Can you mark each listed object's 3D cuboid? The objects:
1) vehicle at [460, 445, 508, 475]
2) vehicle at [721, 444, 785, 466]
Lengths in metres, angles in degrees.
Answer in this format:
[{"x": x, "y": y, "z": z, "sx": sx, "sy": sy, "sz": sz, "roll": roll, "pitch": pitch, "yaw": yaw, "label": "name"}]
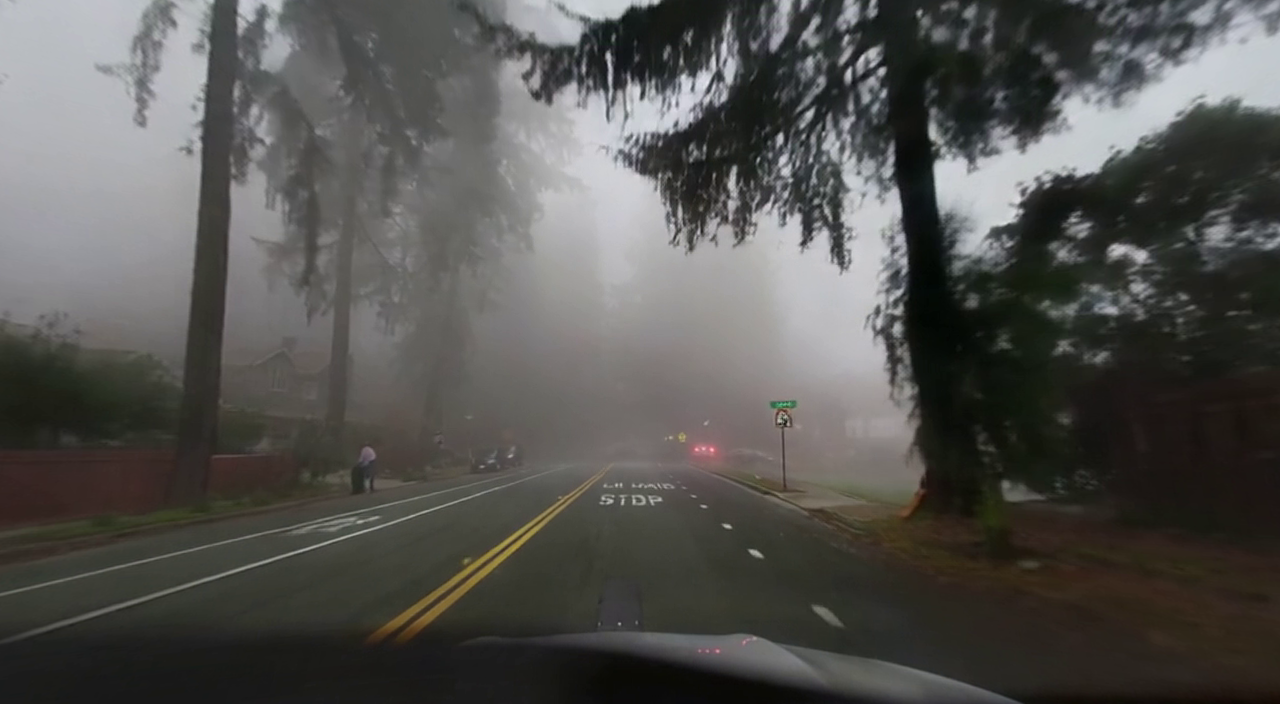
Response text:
[{"x": -9.362, "y": 6.519, "z": 38.076, "sx": 1.998, "sy": 1.684, "sz": 4.180, "roll": 1, "pitch": -9, "yaw": -3, "label": "vehicle"}, {"x": 8.110, "y": 7.438, "z": 45.539, "sx": 4.438, "sy": 1.466, "sz": 1.943, "roll": -1, "pitch": -8, "yaw": 8, "label": "vehicle"}]
